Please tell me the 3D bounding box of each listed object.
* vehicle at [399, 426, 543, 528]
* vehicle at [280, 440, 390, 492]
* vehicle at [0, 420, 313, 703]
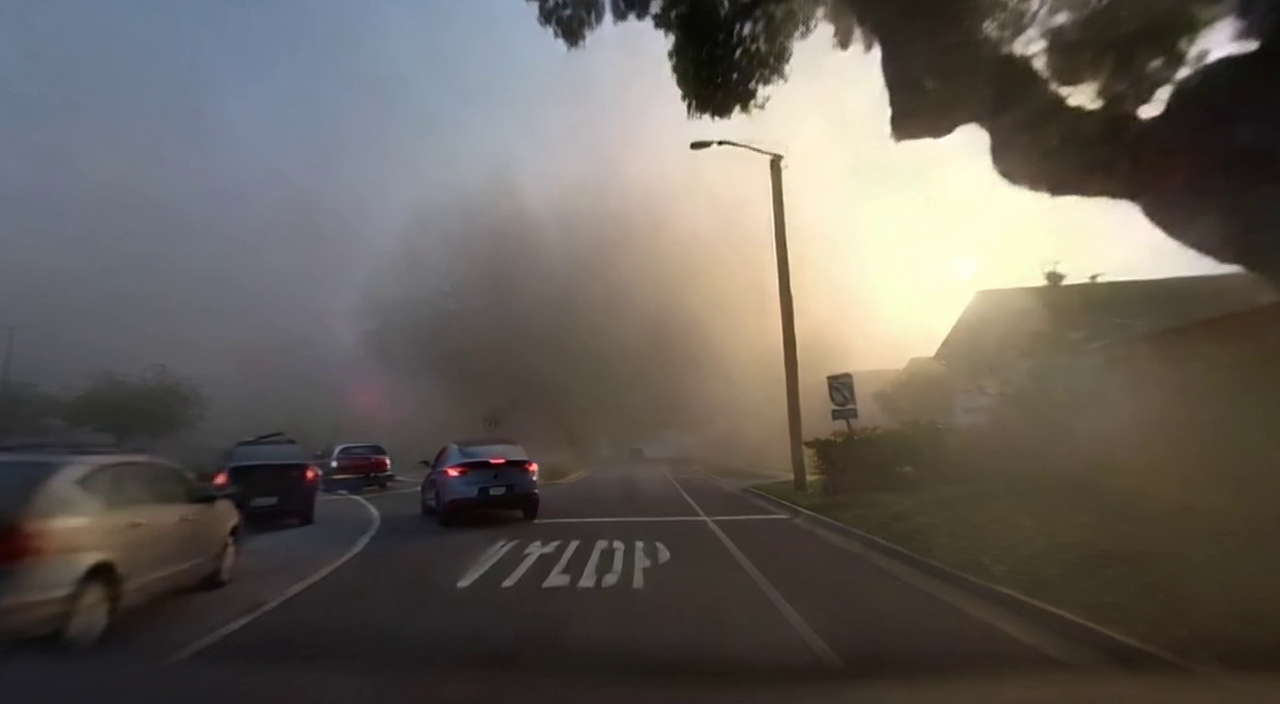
[{"bbox_3d":[-3.565,2.394,12.643,2.290,1.653,4.127,3,-9,-21],"label":"vehicle"},{"bbox_3d":[-11.511,4.218,23.617,4.240,1.755,2.108,-7,-11,41],"label":"vehicle"},{"bbox_3d":[-4.821,1.429,5.173,2.151,1.578,5.036,1,-8,-8],"label":"vehicle"}]
